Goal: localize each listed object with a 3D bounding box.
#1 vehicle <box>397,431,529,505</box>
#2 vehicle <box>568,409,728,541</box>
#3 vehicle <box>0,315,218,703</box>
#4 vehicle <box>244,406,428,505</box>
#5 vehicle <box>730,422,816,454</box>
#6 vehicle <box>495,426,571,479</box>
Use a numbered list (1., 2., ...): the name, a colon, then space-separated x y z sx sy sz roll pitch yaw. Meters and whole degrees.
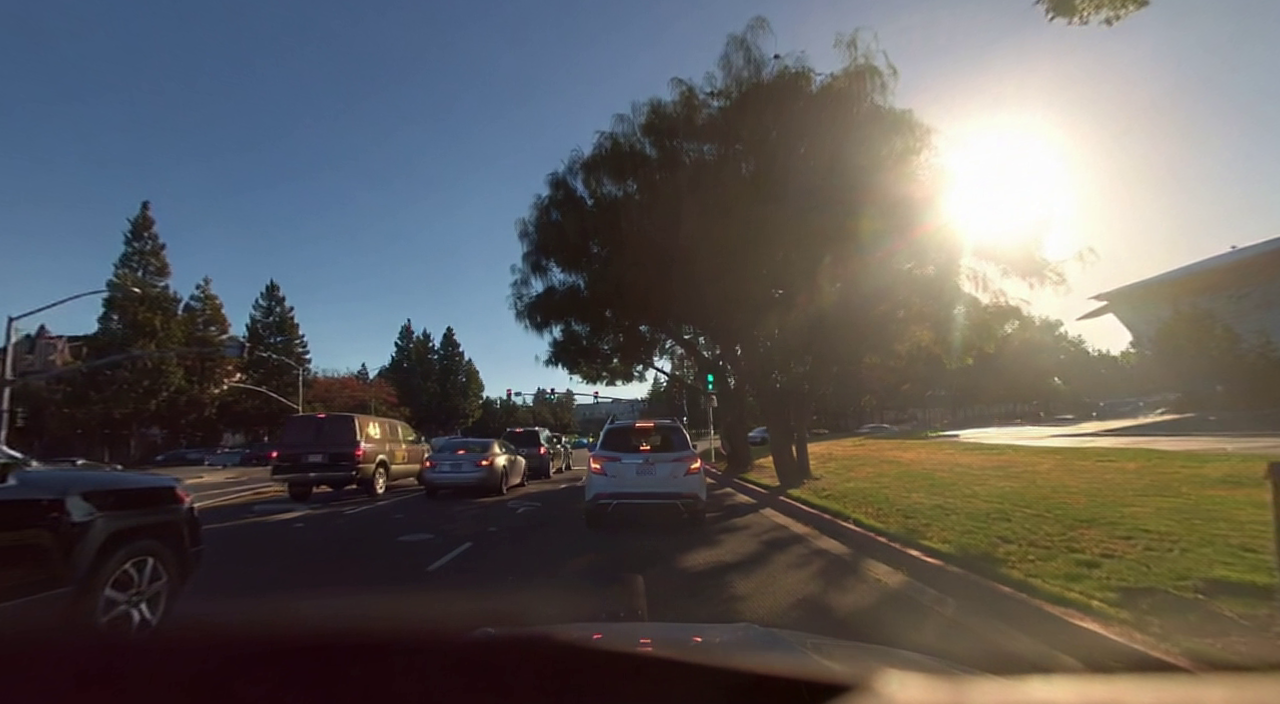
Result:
1. vehicle: -4.052 2.726 15.244 1.942 1.523 4.212 0 -9 0
2. vehicle: 0.090 1.913 10.377 2.055 1.681 4.270 0 -9 0
3. vehicle: -4.067 0.645 1.917 2.088 1.947 5.119 0 -9 -1
4. vehicle: -7.400 2.602 16.187 2.195 2.093 5.185 0 -9 -1
5. vehicle: 8.536 5.593 40.846 5.152 2.001 2.060 -1 -9 4
6. vehicle: -3.918 3.784 23.989 2.043 1.813 4.549 0 -9 0
